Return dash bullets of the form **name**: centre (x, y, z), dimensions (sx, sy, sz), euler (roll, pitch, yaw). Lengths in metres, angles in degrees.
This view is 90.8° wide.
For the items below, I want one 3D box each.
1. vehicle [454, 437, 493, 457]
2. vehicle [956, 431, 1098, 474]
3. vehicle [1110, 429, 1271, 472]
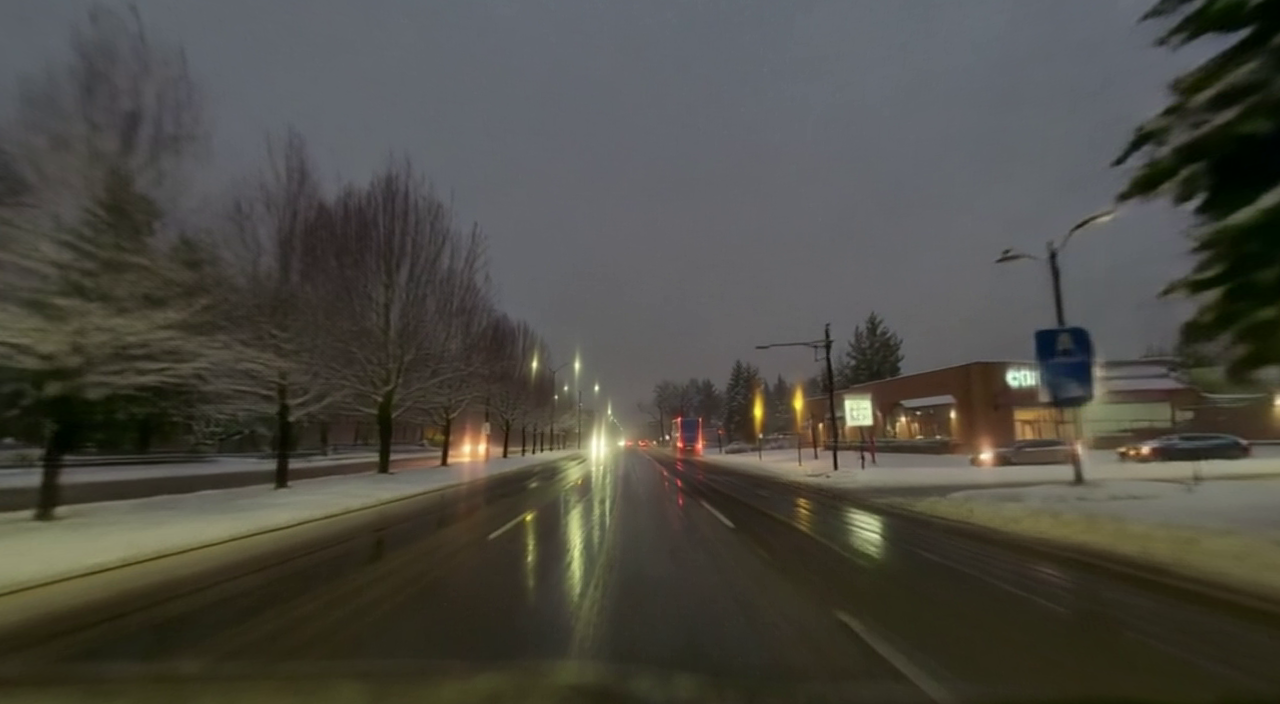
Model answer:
- **vehicle**: centre (-12.758, 7.274, 48.563), dimensions (1.887, 1.447, 4.031), euler (0, -8, 0)
- **vehicle**: centre (14.899, 3.893, 24.500), dimensions (4.296, 1.596, 1.807), euler (0, -9, 0)
- **vehicle**: centre (21.277, 3.828, 24.573), dimensions (4.416, 1.561, 1.876), euler (0, -9, 1)
